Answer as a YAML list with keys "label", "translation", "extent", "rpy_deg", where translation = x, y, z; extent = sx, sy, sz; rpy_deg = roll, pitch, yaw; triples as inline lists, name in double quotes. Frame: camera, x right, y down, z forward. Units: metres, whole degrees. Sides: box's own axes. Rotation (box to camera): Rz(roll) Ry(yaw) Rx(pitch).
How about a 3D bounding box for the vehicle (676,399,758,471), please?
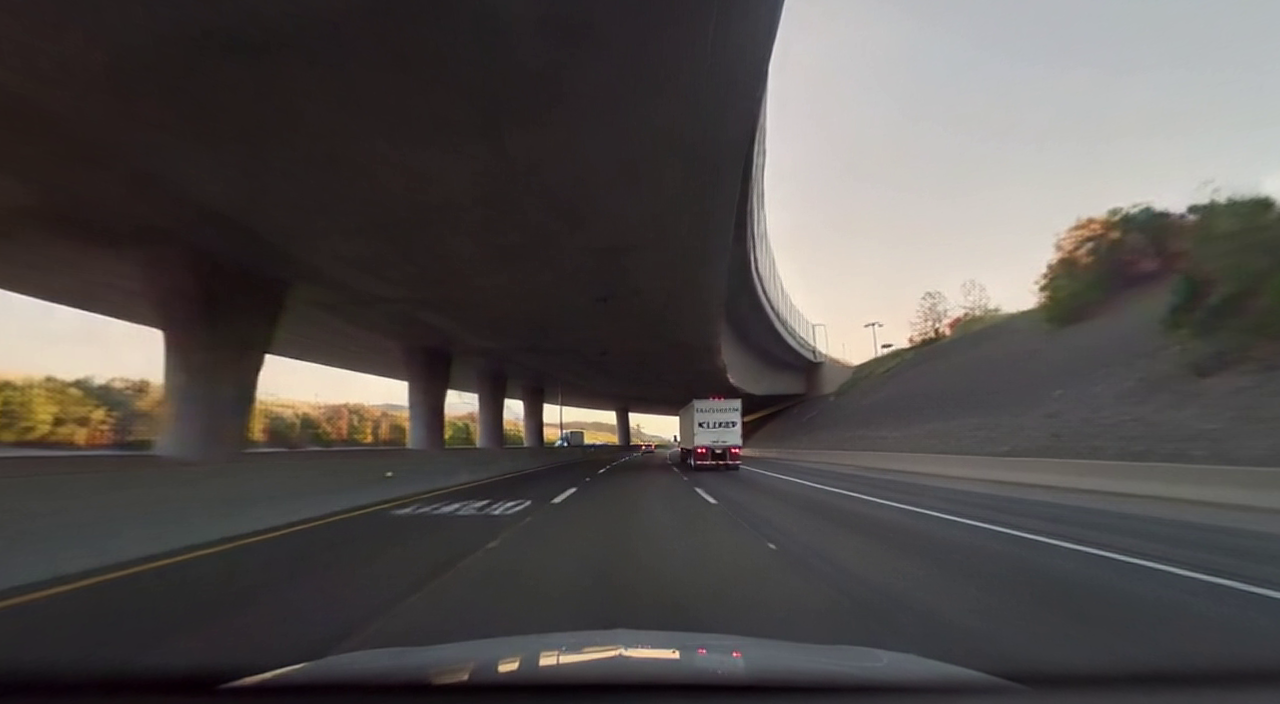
- label: "vehicle"
  translation: [4.121, 4.911, 37.042]
  extent: [3.306, 3.531, 11.717]
  rpy_deg: [0, -8, 0]
